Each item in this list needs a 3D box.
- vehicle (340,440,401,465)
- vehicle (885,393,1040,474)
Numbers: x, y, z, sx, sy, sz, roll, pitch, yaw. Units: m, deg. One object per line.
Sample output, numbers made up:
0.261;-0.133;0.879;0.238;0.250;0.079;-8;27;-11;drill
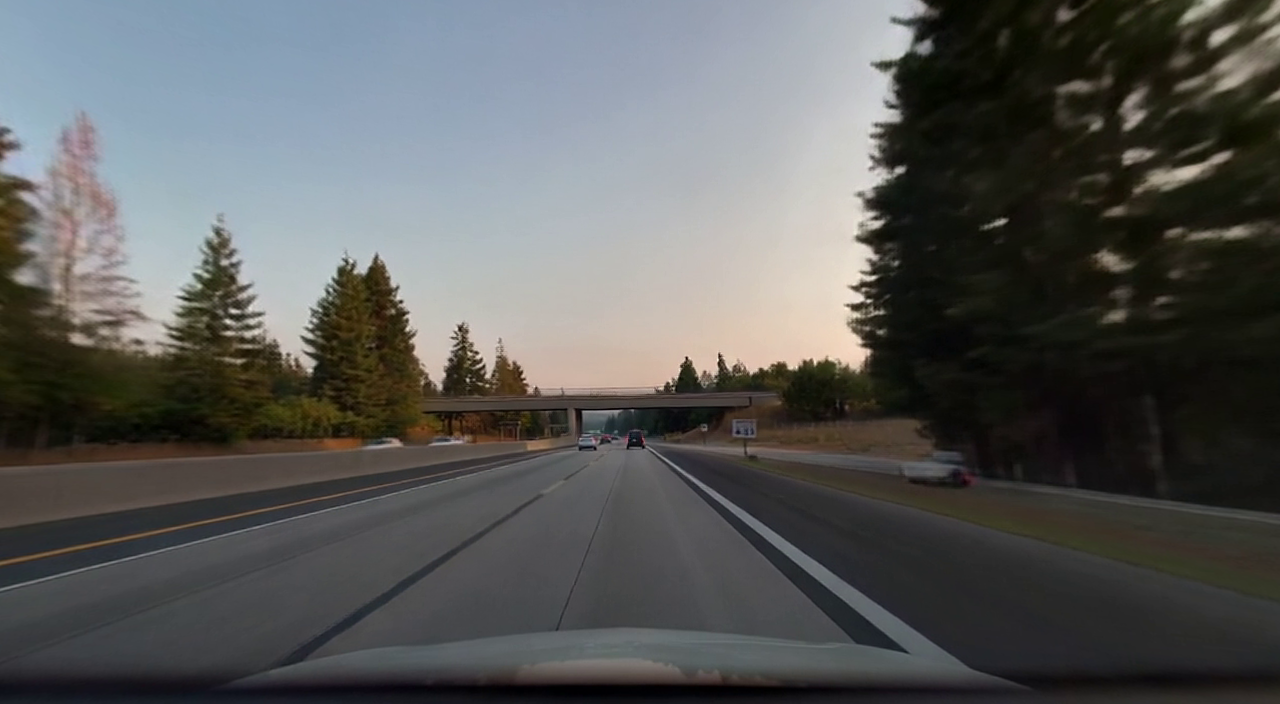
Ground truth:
-16.726;6.237;39.375;1.953;1.463;4.370;0;-8;-1;vehicle
9.587;2.503;19.301;2.123;2.156;4.679;0;-7;-2;vehicle
